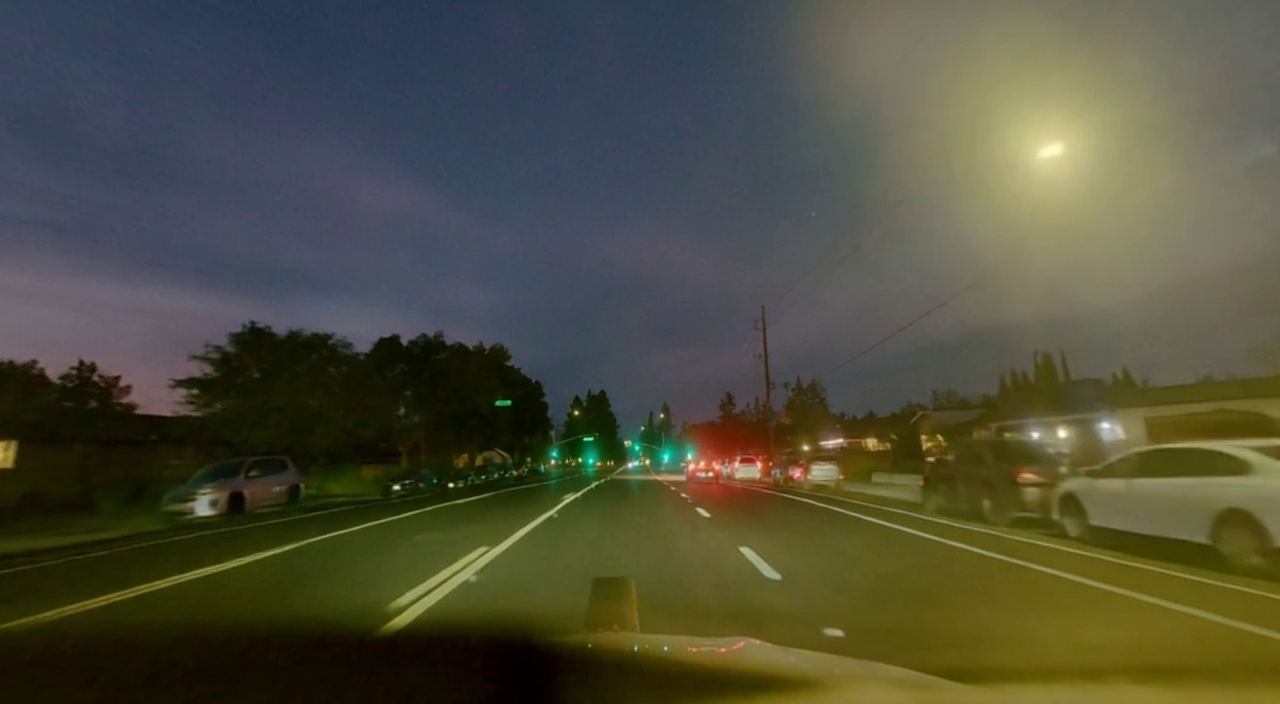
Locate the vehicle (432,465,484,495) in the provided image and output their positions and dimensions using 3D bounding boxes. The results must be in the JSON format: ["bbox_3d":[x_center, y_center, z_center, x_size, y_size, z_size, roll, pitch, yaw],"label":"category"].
[{"bbox_3d":[-11.868,8.346,41.490,1.888,1.668,5.052,0,-9,0],"label":"vehicle"}]

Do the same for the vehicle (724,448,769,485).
[{"bbox_3d":[7.126,7.681,42.774,2.081,2.286,4.941,0,-9,-2],"label":"vehicle"}]

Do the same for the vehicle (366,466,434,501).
[{"bbox_3d":[-11.822,6.476,31.446,1.809,1.476,4.423,0,-9,-2],"label":"vehicle"}]

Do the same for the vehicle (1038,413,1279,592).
[{"bbox_3d":[7.484,1.691,7.533,2.071,1.793,5.072,0,-8,-1],"label":"vehicle"}]

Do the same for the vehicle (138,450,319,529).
[{"bbox_3d":[-11.609,3.850,18.342,2.181,1.920,4.570,0,-8,-1],"label":"vehicle"}]

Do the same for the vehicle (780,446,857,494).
[{"bbox_3d":[7.473,4.958,27.010,1.873,1.867,4.673,0,-9,-1],"label":"vehicle"}]

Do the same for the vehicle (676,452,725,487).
[{"bbox_3d":[3.060,6.021,32.792,1.951,1.620,4.582,0,-8,-2],"label":"vehicle"}]
